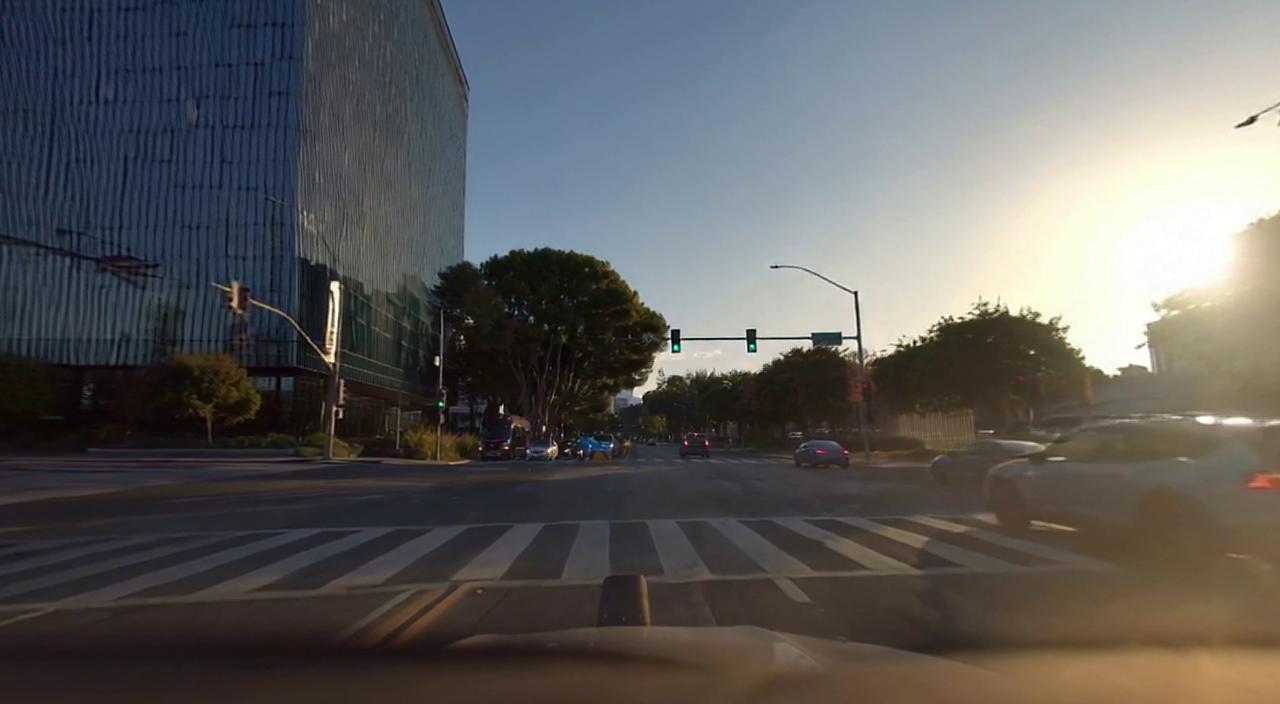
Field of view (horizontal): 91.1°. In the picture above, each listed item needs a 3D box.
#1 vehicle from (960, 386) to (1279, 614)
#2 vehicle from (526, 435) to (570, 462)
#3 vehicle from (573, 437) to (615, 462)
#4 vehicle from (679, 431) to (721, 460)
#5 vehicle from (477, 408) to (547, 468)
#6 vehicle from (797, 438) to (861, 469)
[{"bbox_3d":[5.941,1.473,7.110,2.098,1.723,4.881,0,-9,1],"label":"vehicle"},{"bbox_3d":[-6.052,6.422,41.953,2.182,1.677,4.384,0,-9,1],"label":"vehicle"},{"bbox_3d":[-2.753,6.006,38.737,2.147,1.481,4.331,0,-9,2],"label":"vehicle"},{"bbox_3d":[3.828,6.081,40.837,2.203,1.801,4.331,0,-9,-1],"label":"vehicle"},{"bbox_3d":[-9.211,6.159,46.168,3.191,3.314,7.914,-6,-2,0],"label":"vehicle"},{"bbox_3d":[9.562,5.148,32.115,1.860,1.460,4.379,0,-9,0],"label":"vehicle"}]
